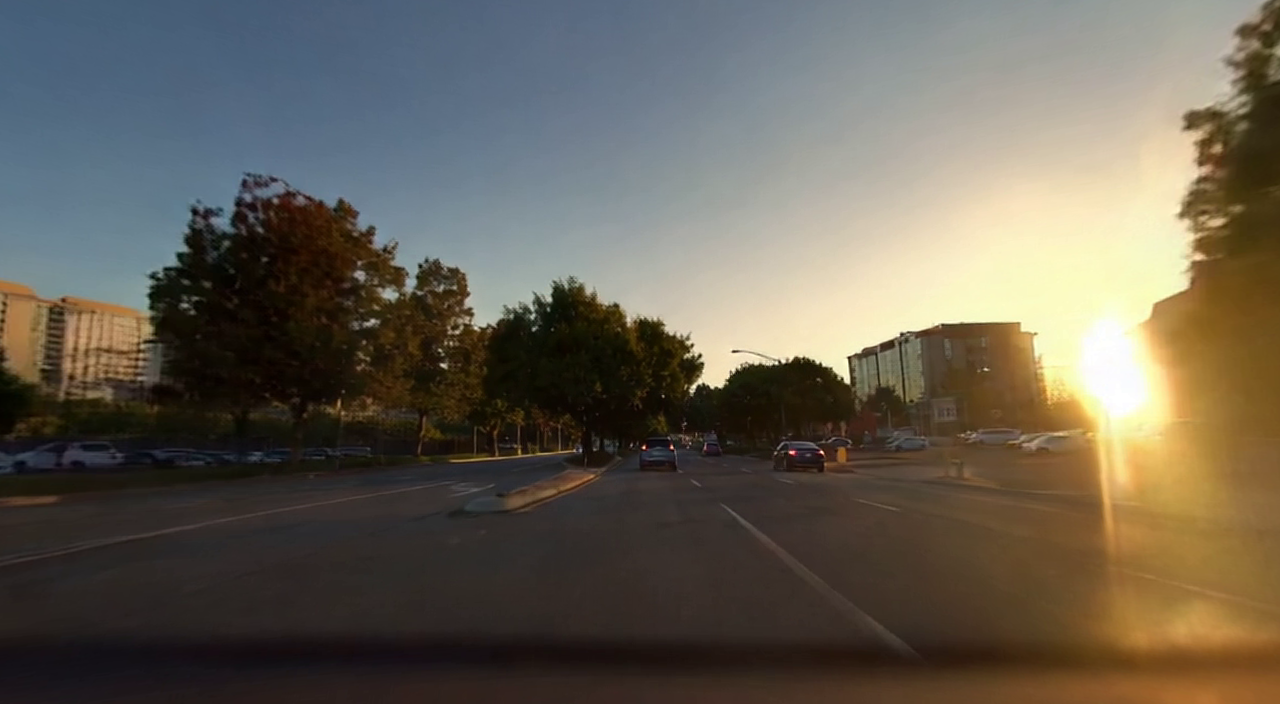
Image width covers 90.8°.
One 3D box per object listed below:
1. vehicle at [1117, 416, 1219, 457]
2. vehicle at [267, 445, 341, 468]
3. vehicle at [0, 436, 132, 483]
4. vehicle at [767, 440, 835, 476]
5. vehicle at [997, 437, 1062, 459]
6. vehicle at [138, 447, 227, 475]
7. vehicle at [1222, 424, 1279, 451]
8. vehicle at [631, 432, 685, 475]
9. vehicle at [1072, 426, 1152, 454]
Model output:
[{"bbox_3d":[34.966,5.697,42.083,2.537,2.468,5.020,0,-9,3],"label":"vehicle"},{"bbox_3d":[-26.280,8.178,49.510,4.541,1.676,2.063,0,-8,1],"label":"vehicle"},{"bbox_3d":[-30.323,5.614,33.221,5.278,2.181,1.993,-1,-6,-5],"label":"vehicle"},{"bbox_3d":[7.563,4.998,30.085,2.029,1.548,4.422,0,-8,-1],"label":"vehicle"},{"bbox_3d":[26.533,6.565,43.184,1.887,1.419,4.191,0,-9,2],"label":"vehicle"},{"bbox_3d":[-29.691,7.064,41.087,4.251,1.598,1.925,-2,-10,-2],"label":"vehicle"},{"bbox_3d":[42.078,5.755,42.321,1.860,1.717,4.716,-1,-8,4],"label":"vehicle"},{"bbox_3d":[0.732,4.615,28.959,2.227,1.794,4.457,0,-8,-2],"label":"vehicle"},{"bbox_3d":[31.965,6.017,43.001,1.924,1.809,4.977,-1,-8,5],"label":"vehicle"}]
